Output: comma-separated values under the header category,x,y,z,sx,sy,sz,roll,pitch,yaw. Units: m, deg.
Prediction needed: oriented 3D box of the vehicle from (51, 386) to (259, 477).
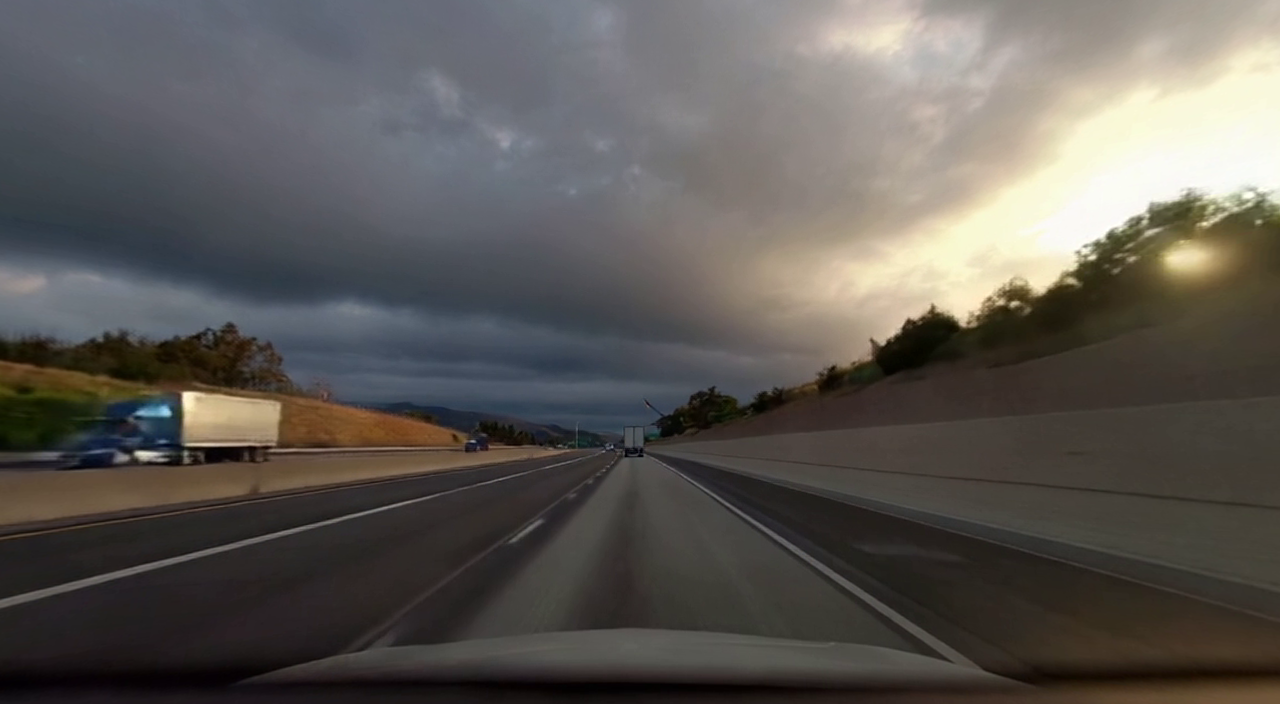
category,x,y,z,sx,sy,sz,roll,pitch,yaw
vehicle,-23.023,4.004,30.911,2.935,3.764,8.983,0,-9,0
